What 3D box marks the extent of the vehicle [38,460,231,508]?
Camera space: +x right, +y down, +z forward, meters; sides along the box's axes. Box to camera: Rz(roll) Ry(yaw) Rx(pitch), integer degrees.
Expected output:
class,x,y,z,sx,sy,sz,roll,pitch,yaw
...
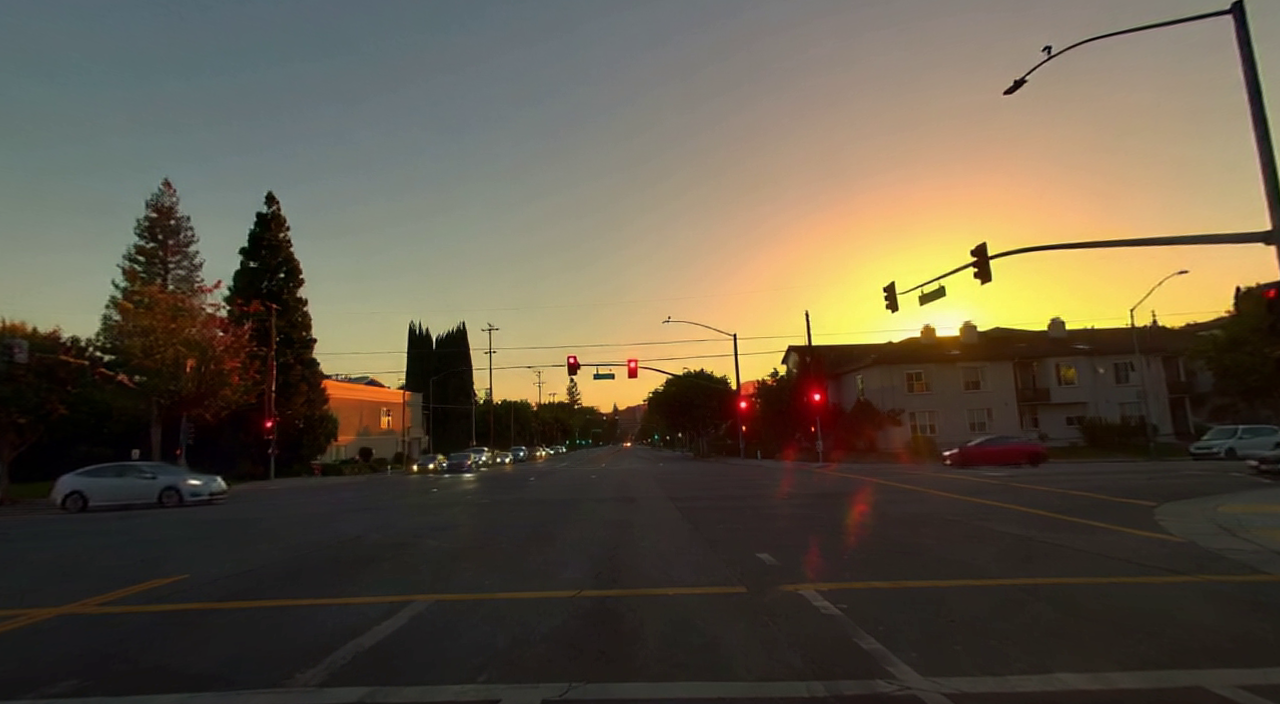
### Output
class,x,y,z,sx,sy,sz,roll,pitch,yaw
vehicle,-16.934,4.440,21.367,4.823,1.449,2.017,-1,-9,1

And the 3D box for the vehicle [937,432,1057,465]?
class,x,y,z,sx,sy,sz,roll,pitch,yaw
vehicle,17.804,4.860,31.781,4.873,1.539,1.932,-3,-9,19

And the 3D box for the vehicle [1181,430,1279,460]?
class,x,y,z,sx,sy,sz,roll,pitch,yaw
vehicle,31.308,4.885,33.028,4.318,1.488,1.870,0,-9,-1

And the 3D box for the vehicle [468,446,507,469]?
class,x,y,z,sx,sy,sz,roll,pitch,yaw
vehicle,-10.726,7.456,44.747,1.881,1.509,3.377,0,-9,1
